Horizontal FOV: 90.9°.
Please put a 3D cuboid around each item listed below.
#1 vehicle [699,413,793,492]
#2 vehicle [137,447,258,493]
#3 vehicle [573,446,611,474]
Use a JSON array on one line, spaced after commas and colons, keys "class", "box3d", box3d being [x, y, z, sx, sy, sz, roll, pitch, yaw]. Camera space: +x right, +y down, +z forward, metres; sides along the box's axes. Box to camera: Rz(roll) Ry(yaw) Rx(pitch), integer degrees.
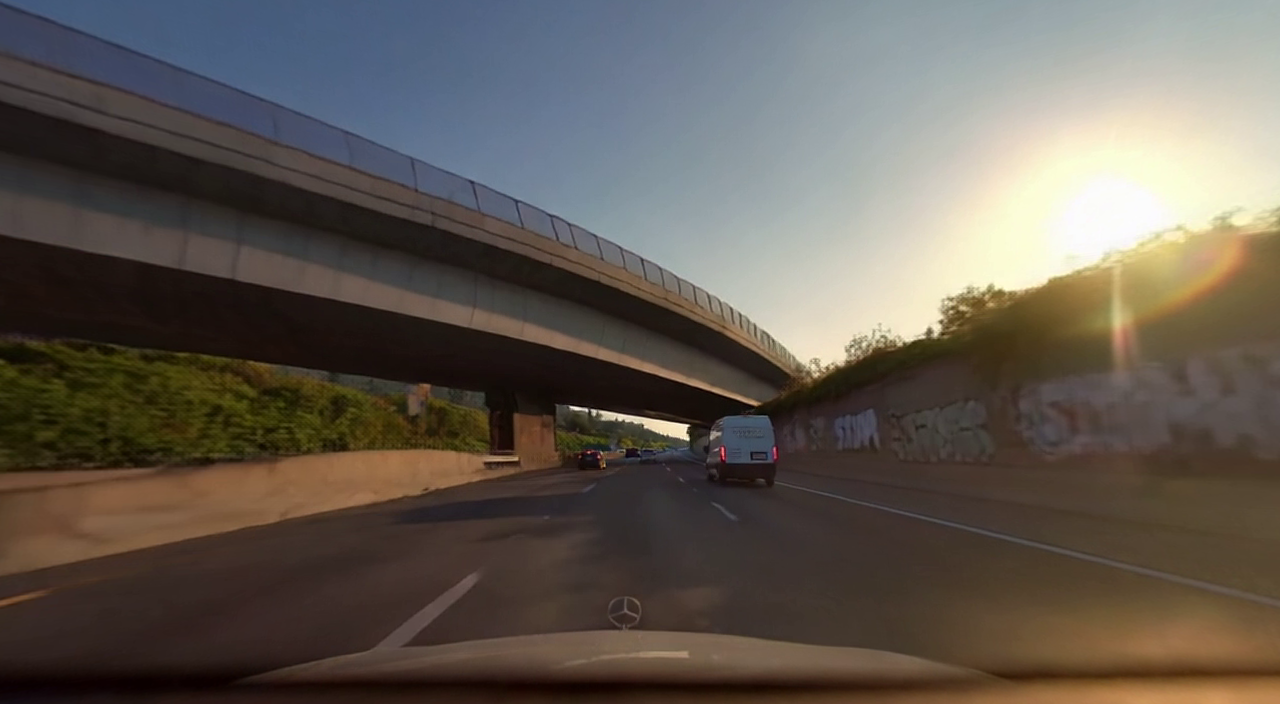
[{"class": "vehicle", "box3d": [3.785, 3.759, 23.751, 2.469, 2.591, 5.653, 0, -9, -1]}, {"class": "vehicle", "box3d": [-18.926, 5.022, 27.258, 1.973, 1.798, 4.338, 0, -9, 1]}, {"class": "vehicle", "box3d": [-2.927, 6.693, 39.260, 1.964, 1.618, 4.489, 0, -9, 1]}]
